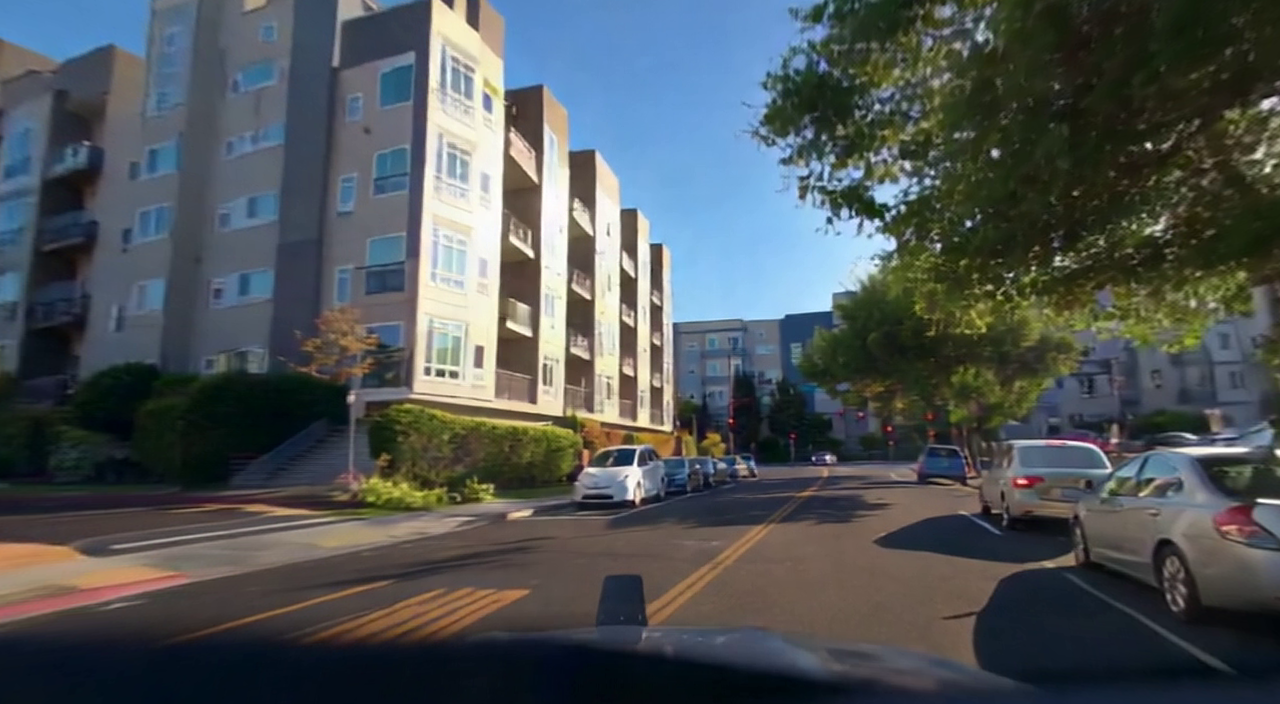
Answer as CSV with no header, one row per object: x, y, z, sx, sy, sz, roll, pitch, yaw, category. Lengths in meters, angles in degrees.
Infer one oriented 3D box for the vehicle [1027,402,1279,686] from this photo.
5.354,1.423,5.730,2.153,1.685,4.586,-3,-9,20,vehicle

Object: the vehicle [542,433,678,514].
-0.605,3.137,16.894,1.993,1.817,4.619,-3,-9,19,vehicle

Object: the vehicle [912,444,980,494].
12.550,4.759,26.222,2.034,1.689,4.978,-3,-7,21,vehicle

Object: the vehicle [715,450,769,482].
5.353,5.848,32.677,1.934,1.484,4.630,-3,-9,19,vehicle
